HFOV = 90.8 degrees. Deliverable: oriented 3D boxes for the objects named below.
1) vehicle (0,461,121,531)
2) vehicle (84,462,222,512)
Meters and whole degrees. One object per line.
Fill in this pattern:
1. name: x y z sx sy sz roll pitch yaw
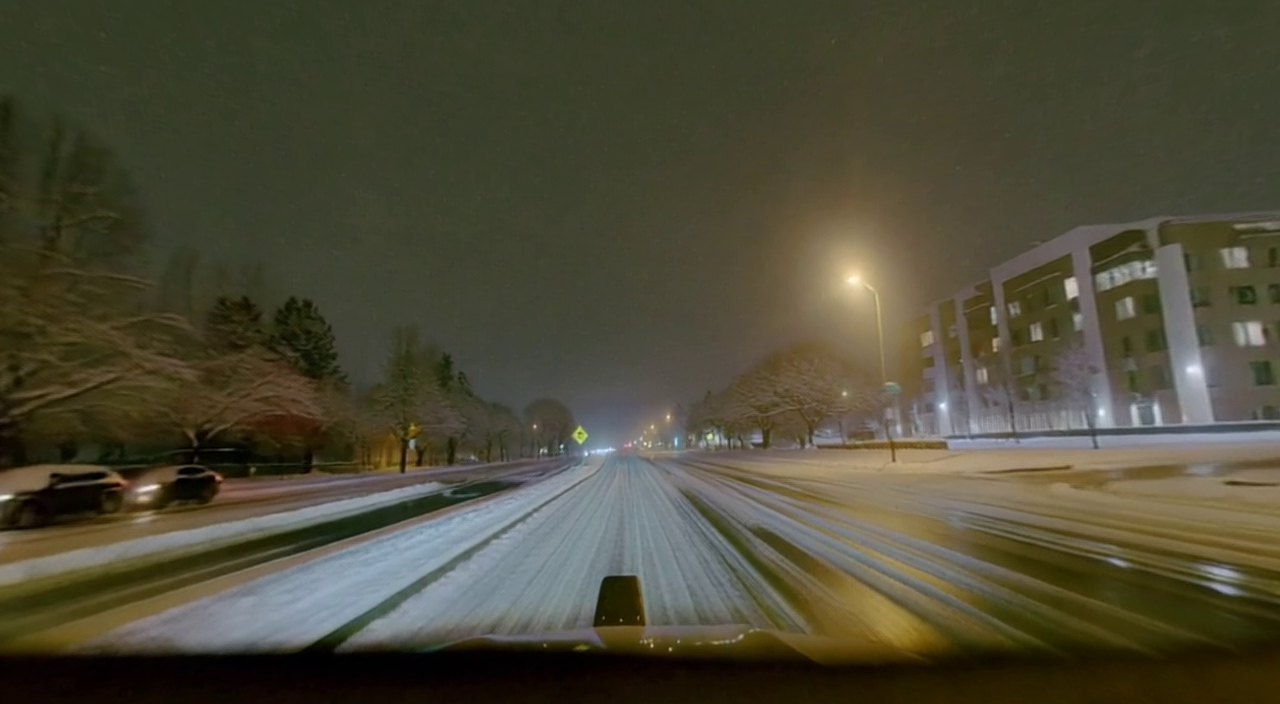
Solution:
1. vehicle: -19.162 4.381 19.604 2.255 1.848 4.617 0 -8 -3
2. vehicle: -19.314 5.342 25.404 1.965 1.665 4.577 -2 -9 -1
